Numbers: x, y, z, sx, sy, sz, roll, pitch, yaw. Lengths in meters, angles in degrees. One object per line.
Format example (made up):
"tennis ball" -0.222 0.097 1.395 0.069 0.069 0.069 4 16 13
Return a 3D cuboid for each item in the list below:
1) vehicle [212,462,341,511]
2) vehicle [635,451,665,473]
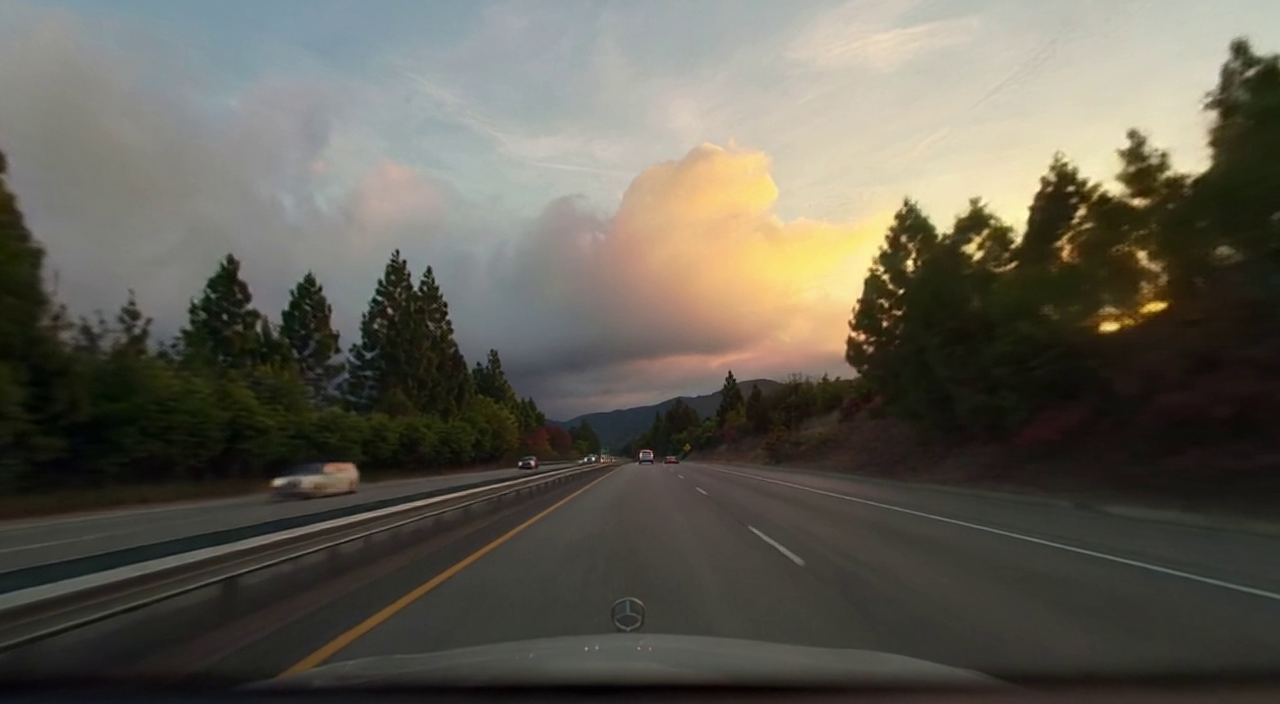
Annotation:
"vehicle" -12.692 4.681 22.426 1.850 1.467 4.538 0 -9 1
"vehicle" 0.696 8.067 46.450 2.162 1.492 3.975 0 -9 0
